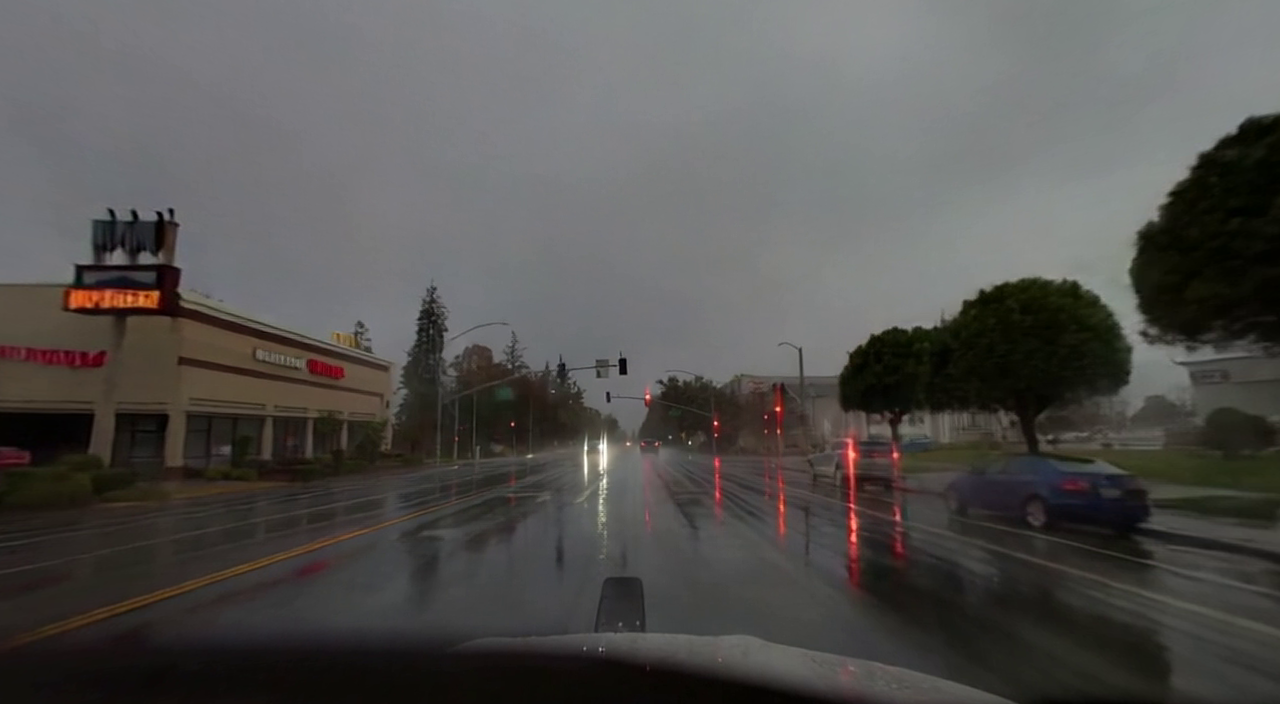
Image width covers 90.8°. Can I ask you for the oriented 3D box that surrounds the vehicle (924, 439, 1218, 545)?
[{"bbox_3d":[7.184,2.326,11.348,1.922,1.473,4.738,0,-8,0],"label":"vehicle"}]

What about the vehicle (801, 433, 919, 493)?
[{"bbox_3d":[7.240,3.697,21.496,2.132,1.793,5.003,0,-8,-1],"label":"vehicle"}]

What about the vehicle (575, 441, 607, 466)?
[{"bbox_3d":[-3.280,6.897,43.078,1.915,1.553,3.846,0,-8,0],"label":"vehicle"}]
